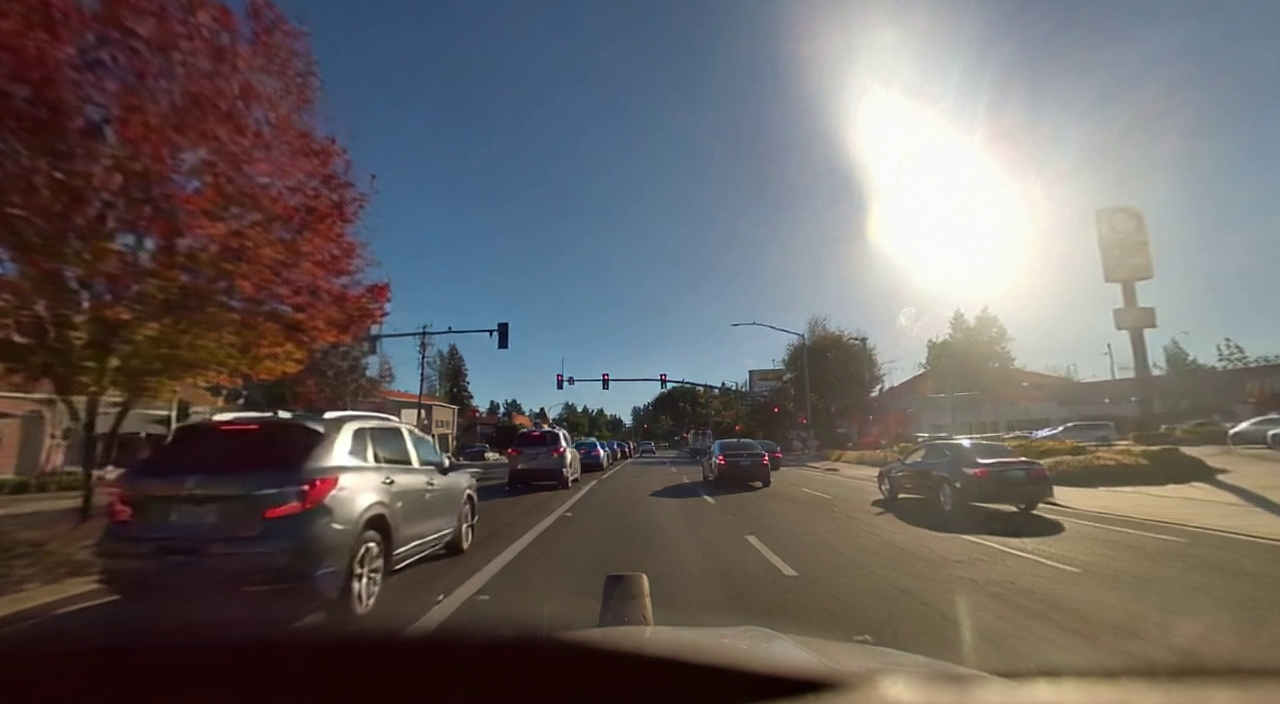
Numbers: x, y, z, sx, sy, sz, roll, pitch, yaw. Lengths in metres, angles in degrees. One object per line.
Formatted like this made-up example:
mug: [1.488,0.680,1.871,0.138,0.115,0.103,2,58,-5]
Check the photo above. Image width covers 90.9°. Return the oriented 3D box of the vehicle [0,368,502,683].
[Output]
vehicle: [-2.849,1.281,5.723,2.141,1.719,4.379,0,-9,1]

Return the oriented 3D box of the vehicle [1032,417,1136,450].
vehicle: [29.745,5.551,42.381,2.209,1.864,5.044,2,-11,-28]

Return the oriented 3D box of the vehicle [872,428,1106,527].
vehicle: [6.372,2.337,12.334,1.881,1.540,4.750,0,-9,0]

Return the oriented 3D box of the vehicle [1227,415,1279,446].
vehicle: [30.913,3.900,30.928,1.787,1.423,4.347,-5,-10,26]

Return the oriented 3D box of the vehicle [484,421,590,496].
vehicle: [-2.662,2.905,17.466,2.117,1.799,4.442,0,-9,1]

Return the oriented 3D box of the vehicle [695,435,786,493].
vehicle: [2.832,3.266,18.737,2.004,1.512,4.206,0,-9,0]
